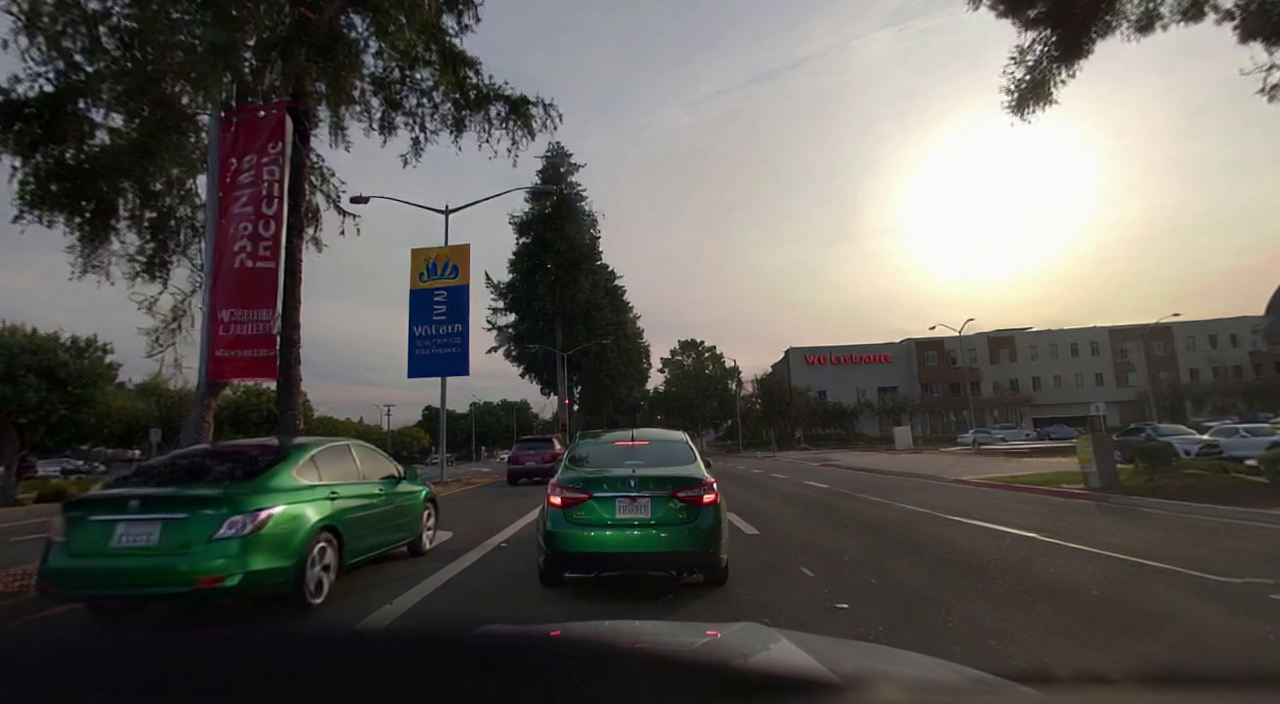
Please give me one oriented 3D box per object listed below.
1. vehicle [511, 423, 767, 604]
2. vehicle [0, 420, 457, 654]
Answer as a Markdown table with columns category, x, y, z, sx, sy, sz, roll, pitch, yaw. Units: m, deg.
| category | x | y | z | sx | sy | sz | roll | pitch | yaw |
| --- | --- | --- | --- | --- | --- | --- | --- | --- | --- |
| vehicle | -0.064 | 1.635 | 7.299 | 2.126 | 1.475 | 3.967 | 0 | -8 | -2 |
| vehicle | -3.501 | 1.521 | 6.345 | 1.961 | 1.487 | 4.453 | 0 | -8 | 0 |
